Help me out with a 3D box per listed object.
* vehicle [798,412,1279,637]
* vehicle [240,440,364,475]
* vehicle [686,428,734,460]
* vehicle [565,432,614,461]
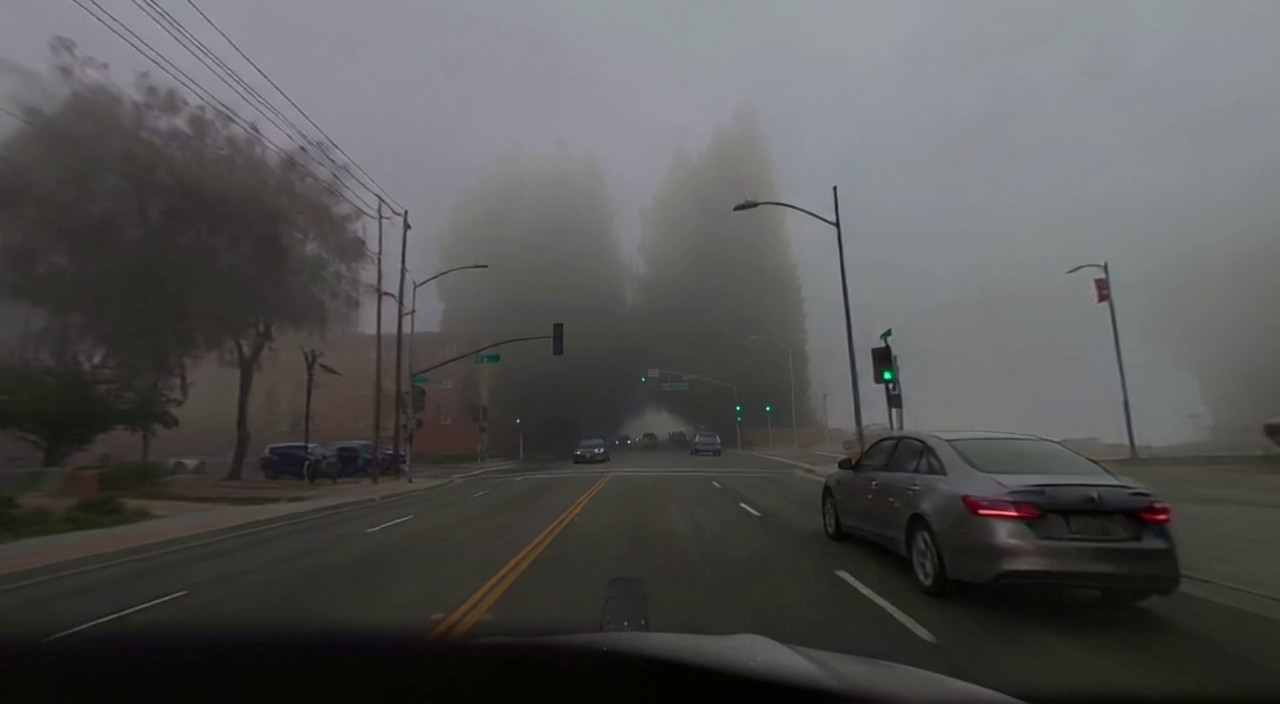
[{"bbox_3d":[3.355,1.501,6.660,2.072,1.471,4.834,0,-8,0],"label":"vehicle"},{"bbox_3d":[-17.841,5.569,33.435,5.361,1.767,2.179,-1,-8,6],"label":"vehicle"},{"bbox_3d":[3.707,5.012,34.280,2.035,1.564,4.719,0,-8,-1],"label":"vehicle"},{"bbox_3d":[-3.014,5.833,38.899,2.519,1.689,5.200,0,-8,1],"label":"vehicle"}]
